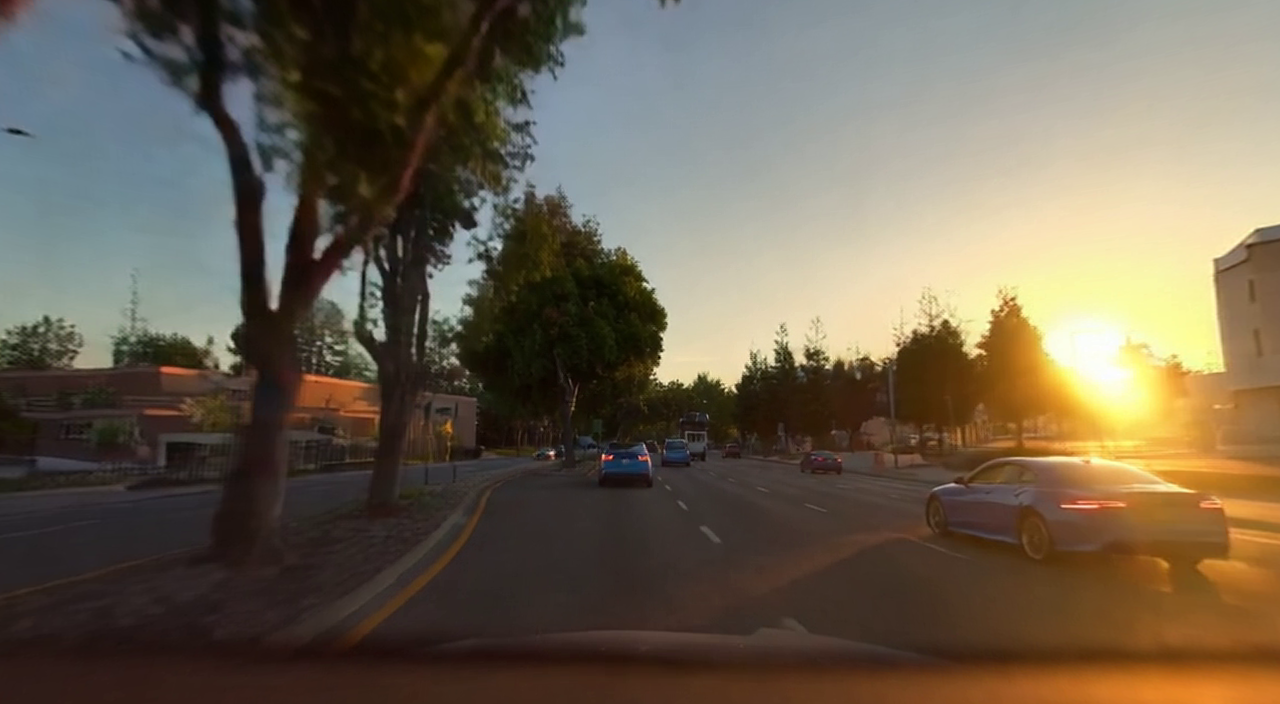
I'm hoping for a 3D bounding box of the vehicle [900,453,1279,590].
[{"bbox_3d":[5.534,1.991,8.323,2.258,1.294,4.312,0,-9,-2],"label":"vehicle"}]

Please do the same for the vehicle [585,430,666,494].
[{"bbox_3d":[-0.469,3.405,19.808,2.266,1.762,4.131,0,-9,-2],"label":"vehicle"}]

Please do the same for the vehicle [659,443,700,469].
[{"bbox_3d":[2.307,6.314,38.279,2.078,1.471,4.142,0,-9,-2],"label":"vehicle"}]

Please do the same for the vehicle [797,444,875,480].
[{"bbox_3d":[8.776,4.985,28.738,2.045,1.484,4.342,0,-9,-1],"label":"vehicle"}]
